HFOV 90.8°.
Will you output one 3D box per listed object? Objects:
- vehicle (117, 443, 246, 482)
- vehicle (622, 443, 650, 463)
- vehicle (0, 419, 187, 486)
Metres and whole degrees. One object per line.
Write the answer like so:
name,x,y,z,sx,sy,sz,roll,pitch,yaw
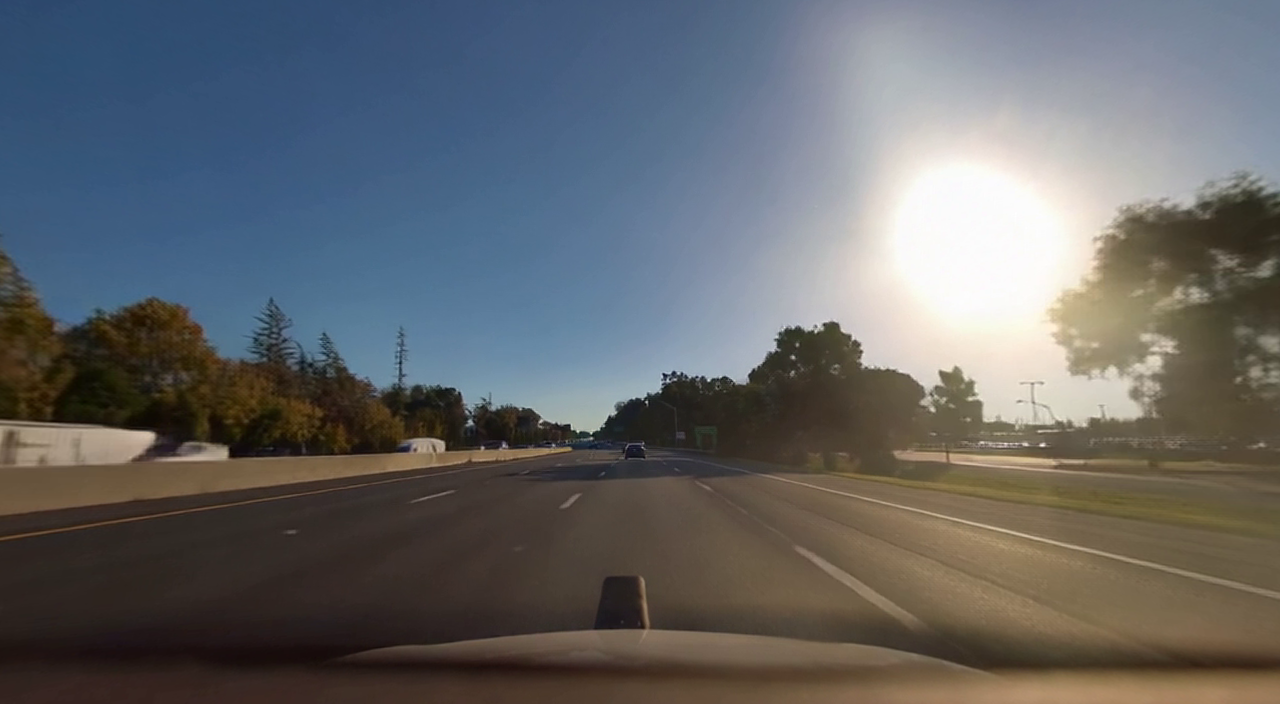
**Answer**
vehicle,-21.018,5.056,29.291,2.233,1.644,4.988,0,-8,0
vehicle,-0.352,7.719,48.449,2.025,1.460,4.189,0,-8,-2
vehicle,-28.630,5.203,33.057,2.850,2.964,9.507,0,-8,0
